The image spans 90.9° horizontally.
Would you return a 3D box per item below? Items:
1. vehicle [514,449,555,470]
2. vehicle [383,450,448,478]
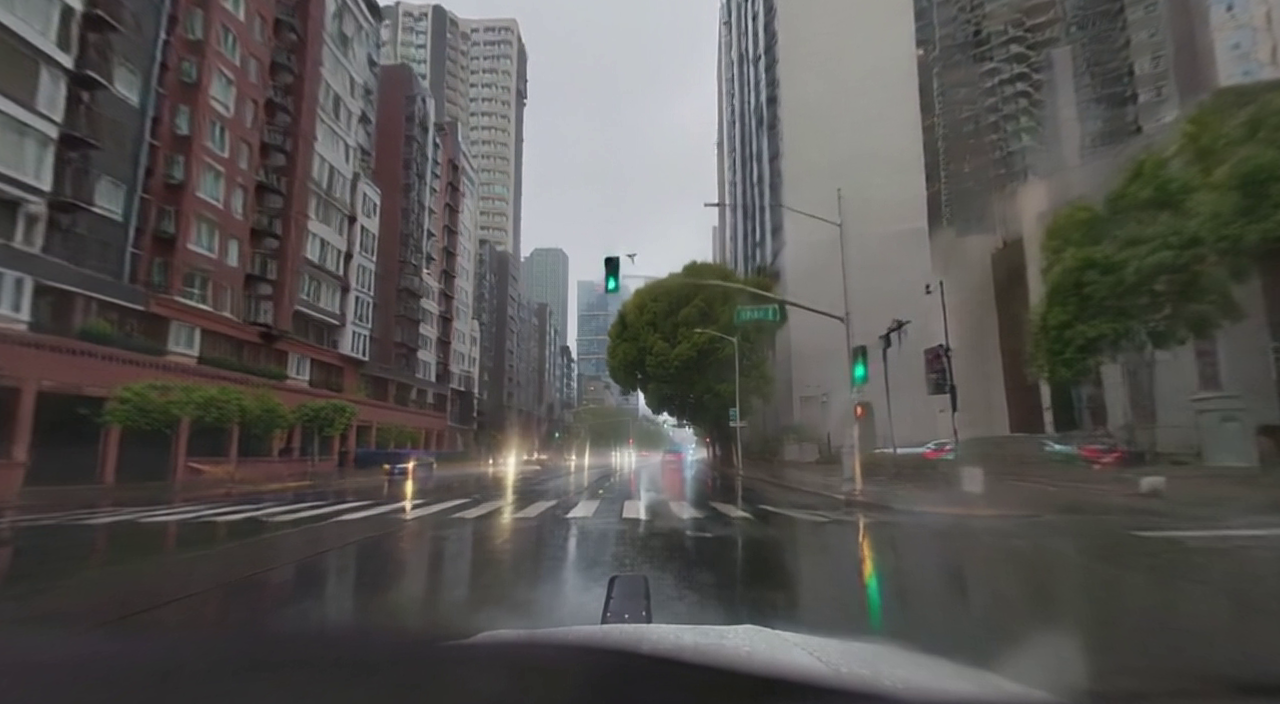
[{"bbox_3d":[-7.926,8.107,47.758,1.939,1.482,4.673,-1,-9,5],"label":"vehicle"},{"bbox_3d":[-12.900,6.449,36.531,1.965,1.474,4.376,-1,-9,4],"label":"vehicle"}]
